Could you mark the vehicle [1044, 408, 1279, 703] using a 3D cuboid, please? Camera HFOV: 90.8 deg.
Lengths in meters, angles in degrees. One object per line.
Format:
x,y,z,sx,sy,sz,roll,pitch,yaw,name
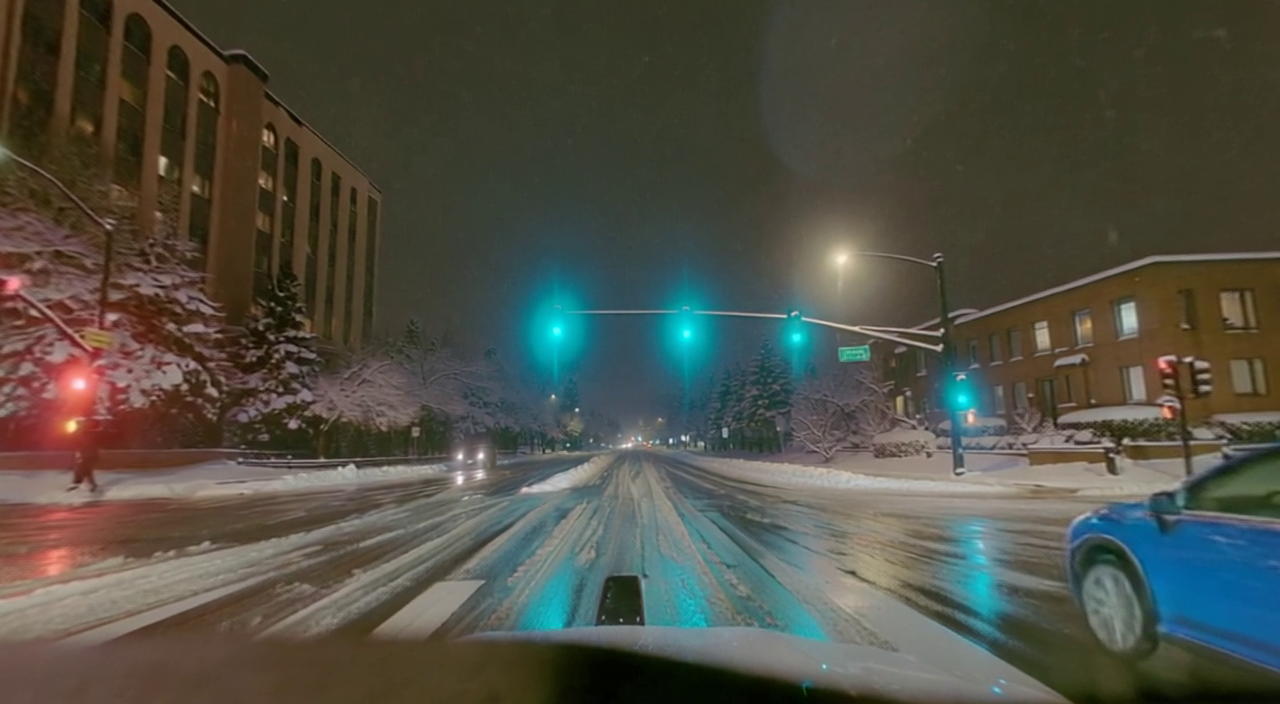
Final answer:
3.013,0.731,0.758,2.015,1.455,4.615,0,-8,0,vehicle
